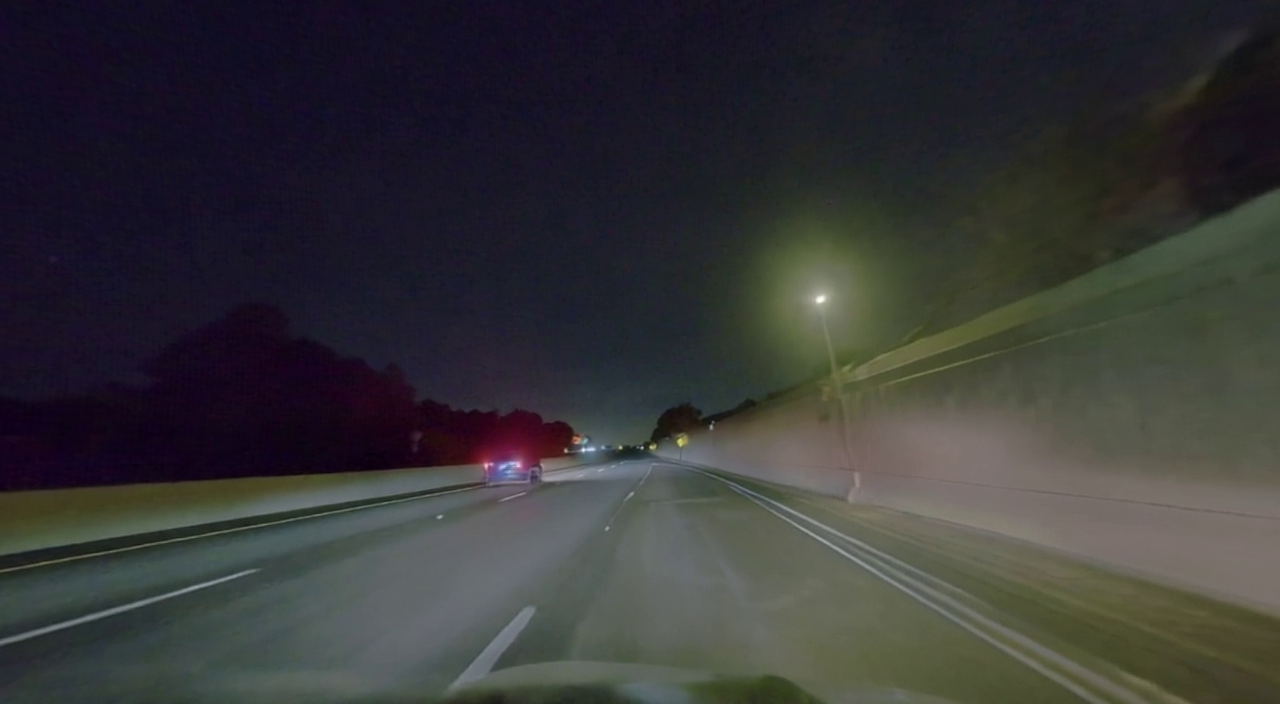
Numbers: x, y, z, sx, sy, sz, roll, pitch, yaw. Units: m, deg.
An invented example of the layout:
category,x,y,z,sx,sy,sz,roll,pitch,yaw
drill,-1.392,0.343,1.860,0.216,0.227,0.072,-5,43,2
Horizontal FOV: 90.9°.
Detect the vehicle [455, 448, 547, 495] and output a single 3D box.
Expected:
category,x,y,z,sx,sy,sz,roll,pitch,yaw
vehicle,-5.119,4.450,23.935,2.172,1.587,4.518,-1,-9,4
